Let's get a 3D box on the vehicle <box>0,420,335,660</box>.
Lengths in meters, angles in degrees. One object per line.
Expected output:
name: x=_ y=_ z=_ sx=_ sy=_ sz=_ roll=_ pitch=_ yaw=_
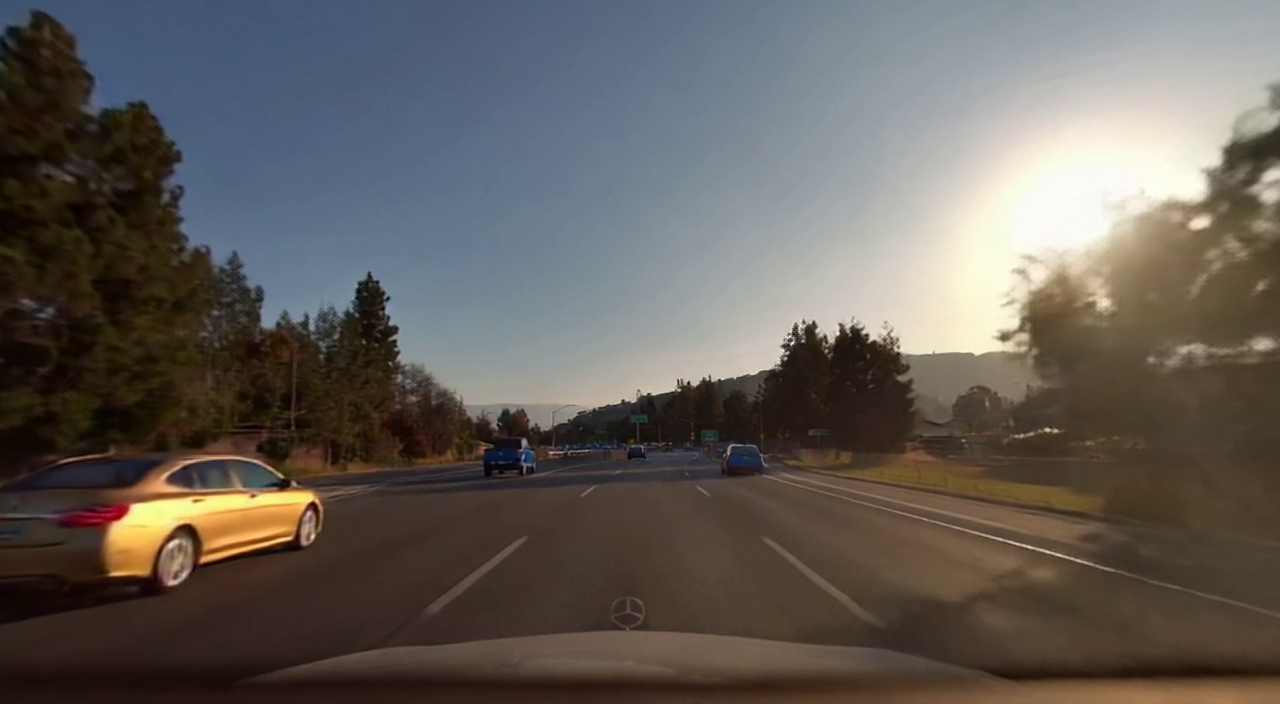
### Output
vehicle: x=-5.002 y=1.494 z=6.167 sx=1.948 sy=1.475 sz=4.461 roll=0 pitch=-8 yaw=-2

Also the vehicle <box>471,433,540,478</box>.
vehicle: x=-5.877 y=4.586 z=28.149 sx=2.122 sy=1.847 sz=4.696 roll=0 pitch=-8 yaw=-2

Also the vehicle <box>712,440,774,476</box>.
vehicle: x=4.492 y=4.696 z=28.242 sx=2.100 sy=1.472 sz=4.533 roll=0 pitch=-8 yaw=1
